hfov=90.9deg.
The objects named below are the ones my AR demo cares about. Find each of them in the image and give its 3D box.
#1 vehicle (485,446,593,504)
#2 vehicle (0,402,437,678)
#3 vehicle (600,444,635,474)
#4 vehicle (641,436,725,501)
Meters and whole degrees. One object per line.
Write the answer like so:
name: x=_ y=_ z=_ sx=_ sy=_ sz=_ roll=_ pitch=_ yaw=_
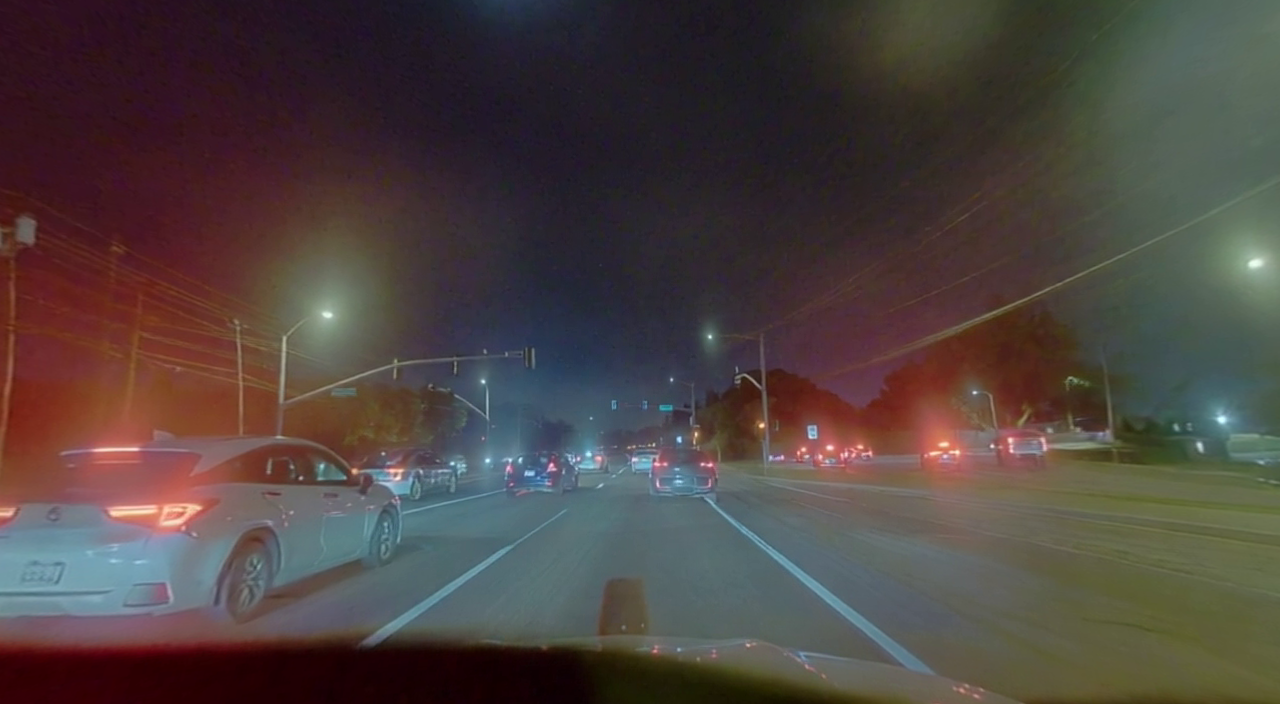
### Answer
vehicle: x=-2.712 y=3.440 z=18.089 sx=2.105 sy=1.436 sz=4.311 roll=-1 pitch=-9 yaw=4
vehicle: x=-3.765 y=1.450 z=6.046 sx=2.018 sy=1.621 sz=4.441 roll=0 pitch=-9 yaw=2
vehicle: x=-1.367 y=6.662 z=39.556 sx=1.788 sy=1.773 sz=3.731 roll=-1 pitch=-9 yaw=5
vehicle: x=1.209 y=3.360 z=18.569 sx=2.205 sy=1.691 sz=3.937 roll=-1 pitch=-9 yaw=2
